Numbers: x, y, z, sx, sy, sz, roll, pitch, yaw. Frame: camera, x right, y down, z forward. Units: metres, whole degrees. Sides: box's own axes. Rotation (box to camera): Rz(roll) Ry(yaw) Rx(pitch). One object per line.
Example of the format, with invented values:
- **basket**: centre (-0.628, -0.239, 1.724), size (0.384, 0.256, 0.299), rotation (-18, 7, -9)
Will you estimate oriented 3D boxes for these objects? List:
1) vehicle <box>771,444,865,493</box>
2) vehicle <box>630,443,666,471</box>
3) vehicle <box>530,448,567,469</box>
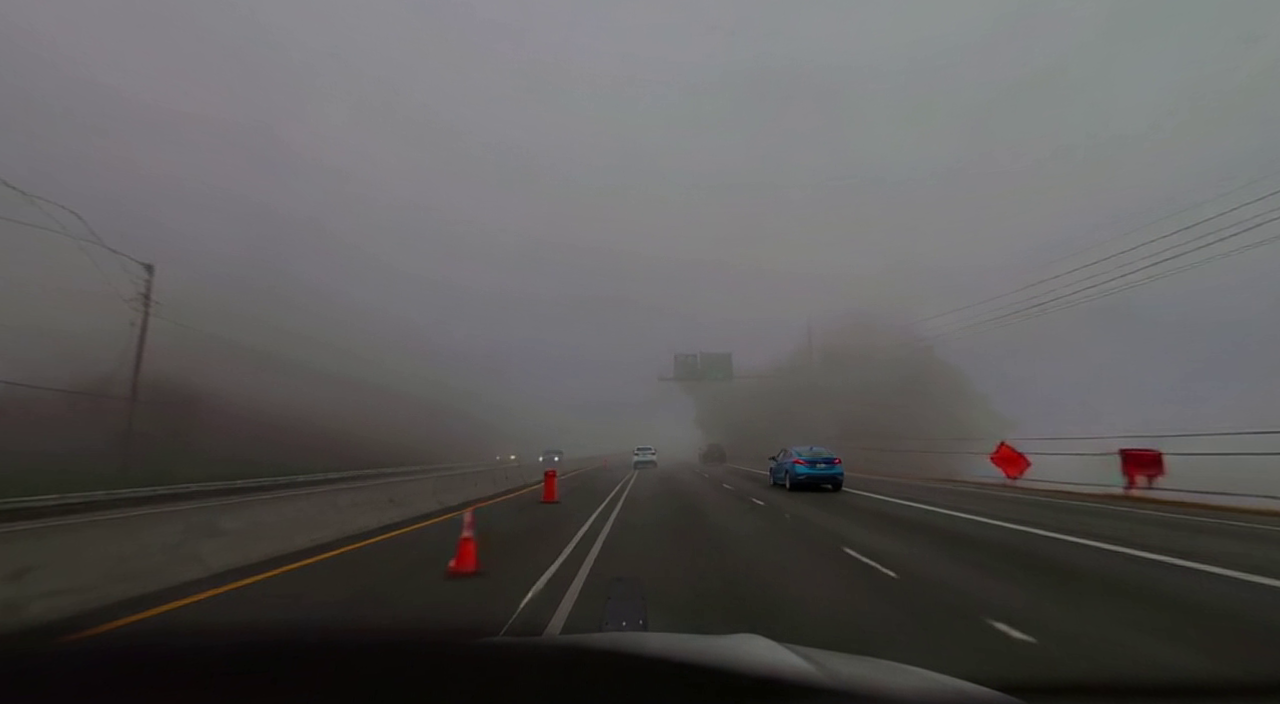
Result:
- **vehicle**: centre (5.612, 3.698, 20.435), size (1.881, 1.409, 4.016), rotation (0, -8, 0)
- **vehicle**: centre (0.484, 6.470, 39.070), size (2.096, 1.583, 4.150), rotation (0, -8, 1)
- **vehicle**: centre (-6.900, 8.043, 47.866), size (1.929, 1.470, 4.649), rotation (-1, -8, 2)
